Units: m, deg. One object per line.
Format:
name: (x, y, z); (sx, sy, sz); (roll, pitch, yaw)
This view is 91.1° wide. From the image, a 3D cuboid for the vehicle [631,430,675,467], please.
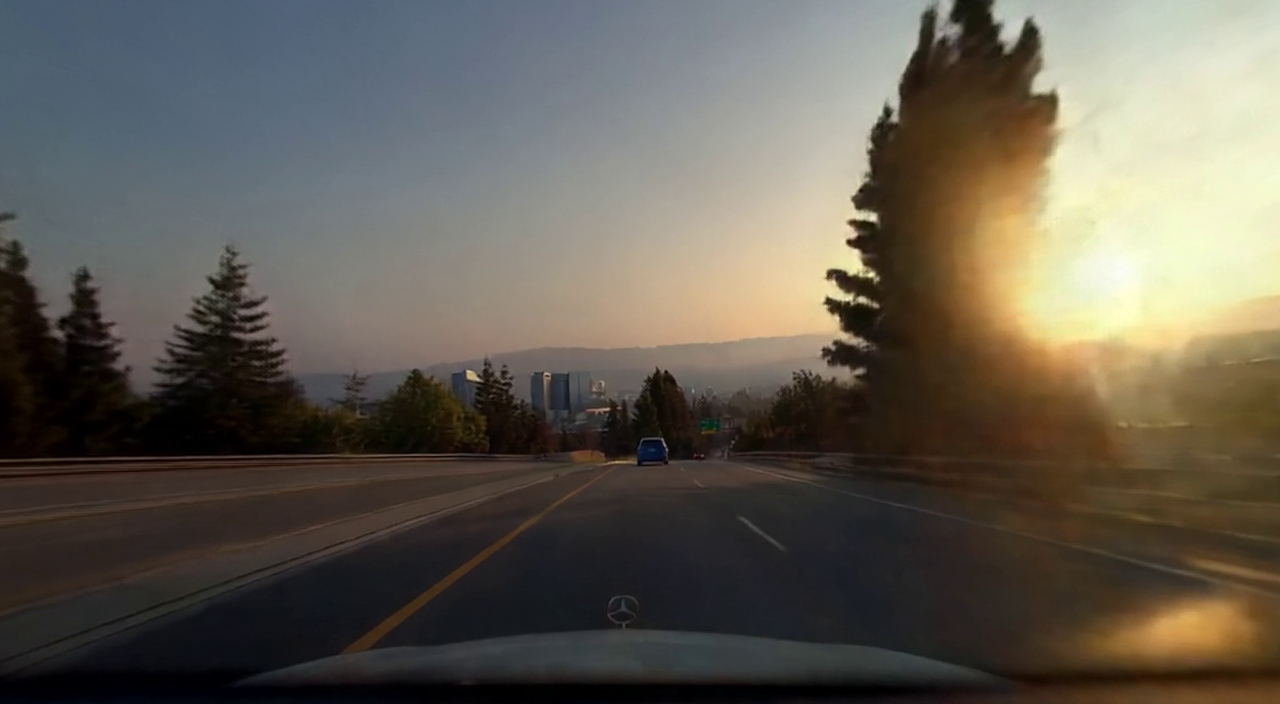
vehicle: (0.873, 6.074, 39.724); (2.546, 2.126, 5.153); (-1, -8, 2)
